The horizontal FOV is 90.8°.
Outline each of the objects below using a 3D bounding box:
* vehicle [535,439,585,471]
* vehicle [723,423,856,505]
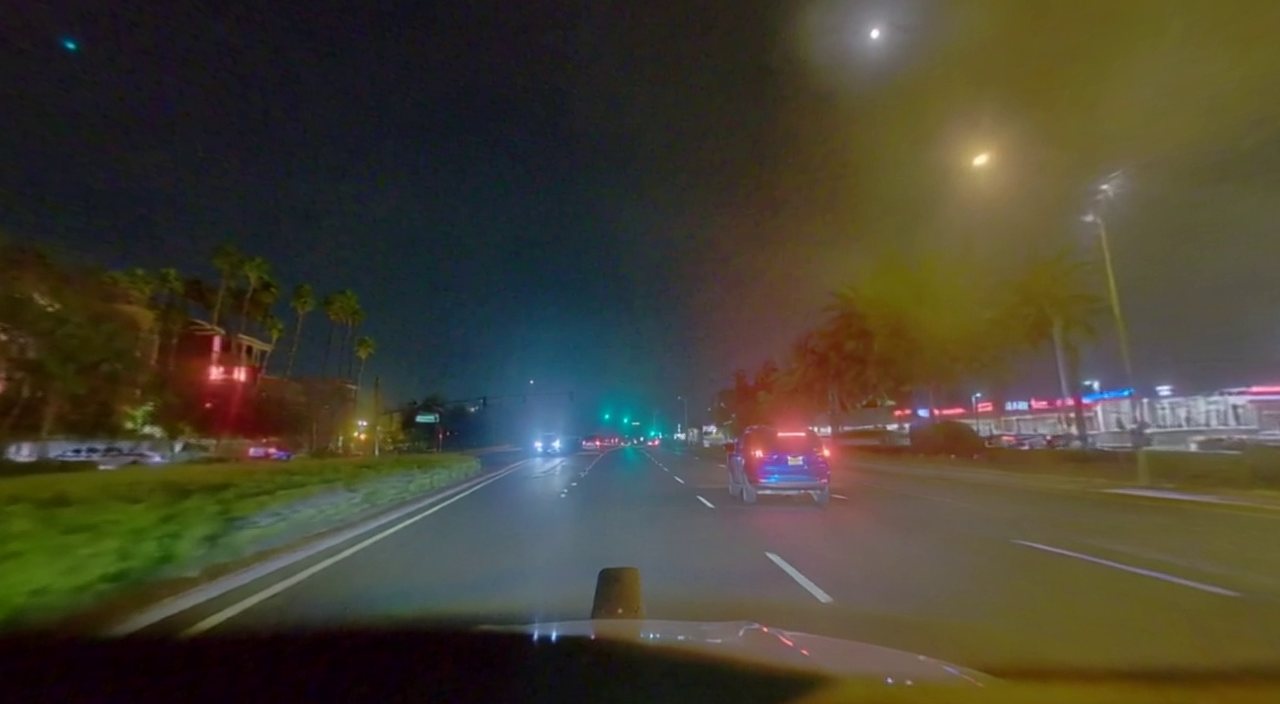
[{"bbox_3d":[-3.909,5.108,31.572,2.019,1.483,4.409,0,-8,-1],"label":"vehicle"},{"bbox_3d":[3.385,2.630,15.230,2.072,1.696,4.177,0,-8,-1],"label":"vehicle"}]
